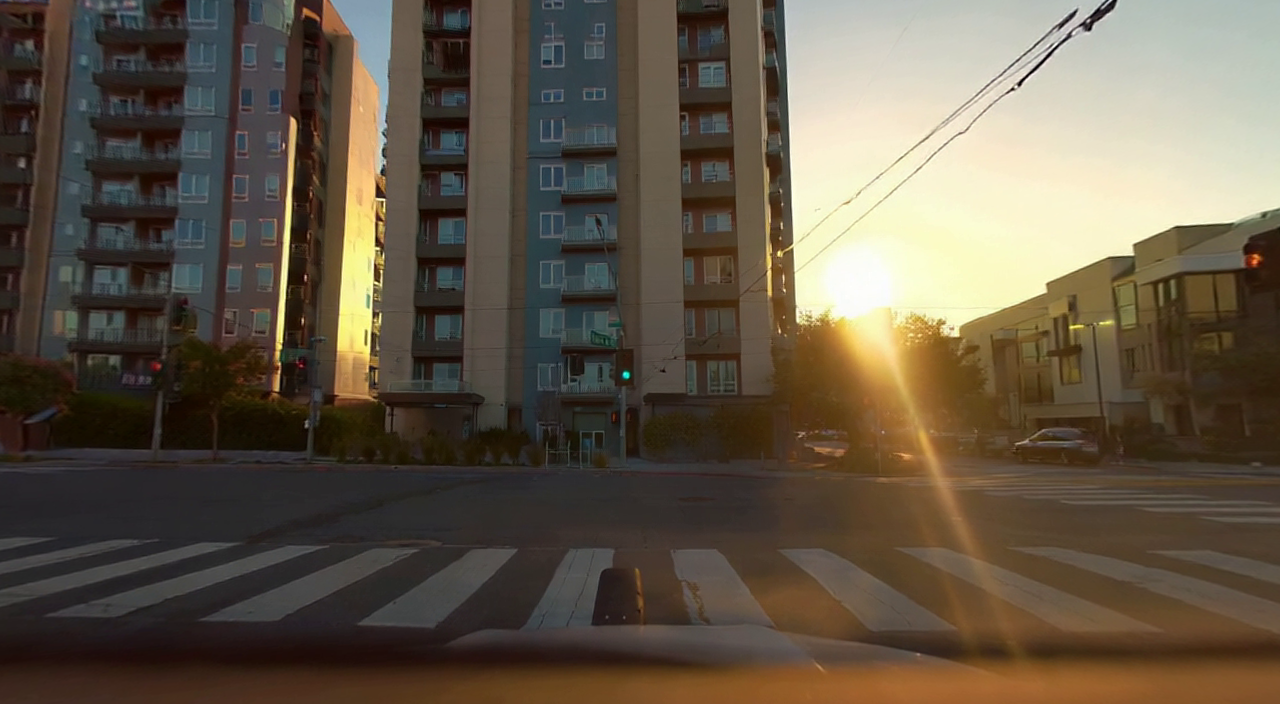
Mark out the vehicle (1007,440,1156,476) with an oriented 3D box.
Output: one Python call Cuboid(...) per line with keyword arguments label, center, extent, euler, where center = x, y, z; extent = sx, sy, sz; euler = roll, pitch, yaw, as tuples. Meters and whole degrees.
Cuboid(label="vehicle", center=(18.578, 4.465, 26.697), extent=(4.823, 1.458, 1.914), euler=(0, -9, -1))
